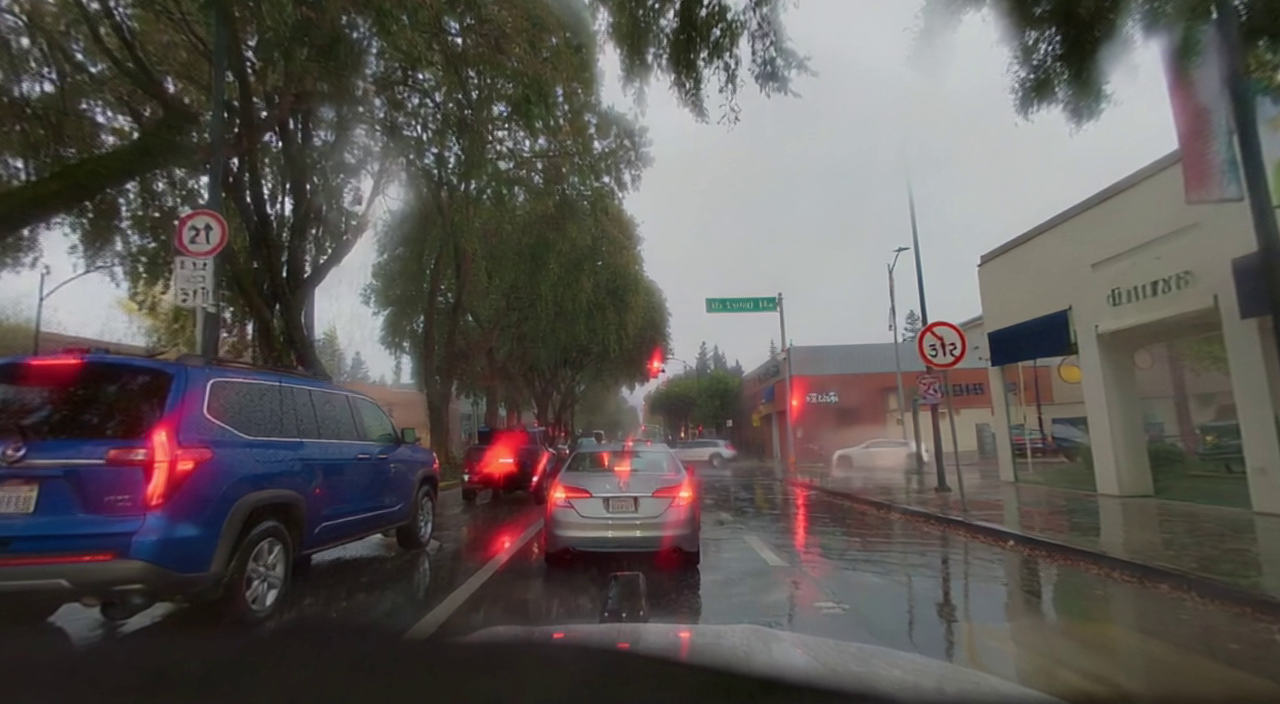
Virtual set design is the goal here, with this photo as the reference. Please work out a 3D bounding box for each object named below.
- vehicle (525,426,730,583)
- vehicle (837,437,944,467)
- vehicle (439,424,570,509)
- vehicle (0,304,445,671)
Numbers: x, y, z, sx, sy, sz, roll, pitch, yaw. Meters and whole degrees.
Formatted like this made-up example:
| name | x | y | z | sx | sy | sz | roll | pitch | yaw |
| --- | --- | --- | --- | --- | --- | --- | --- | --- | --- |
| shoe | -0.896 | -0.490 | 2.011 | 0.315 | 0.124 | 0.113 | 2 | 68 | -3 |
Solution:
| name | x | y | z | sx | sy | sz | roll | pitch | yaw |
| --- | --- | --- | --- | --- | --- | --- | --- | --- | --- |
| vehicle | -0.158 | 1.776 | 8.165 | 1.966 | 1.481 | 4.146 | 0 | -8 | -1 |
| vehicle | 12.968 | 5.219 | 32.728 | 4.809 | 1.476 | 1.845 | -1 | -9 | 4 |
| vehicle | -2.928 | 2.595 | 14.602 | 2.047 | 1.664 | 4.148 | 0 | -8 | 1 |
| vehicle | -3.815 | 1.128 | 6.204 | 2.152 | 2.118 | 5.066 | 0 | -8 | 0 |
